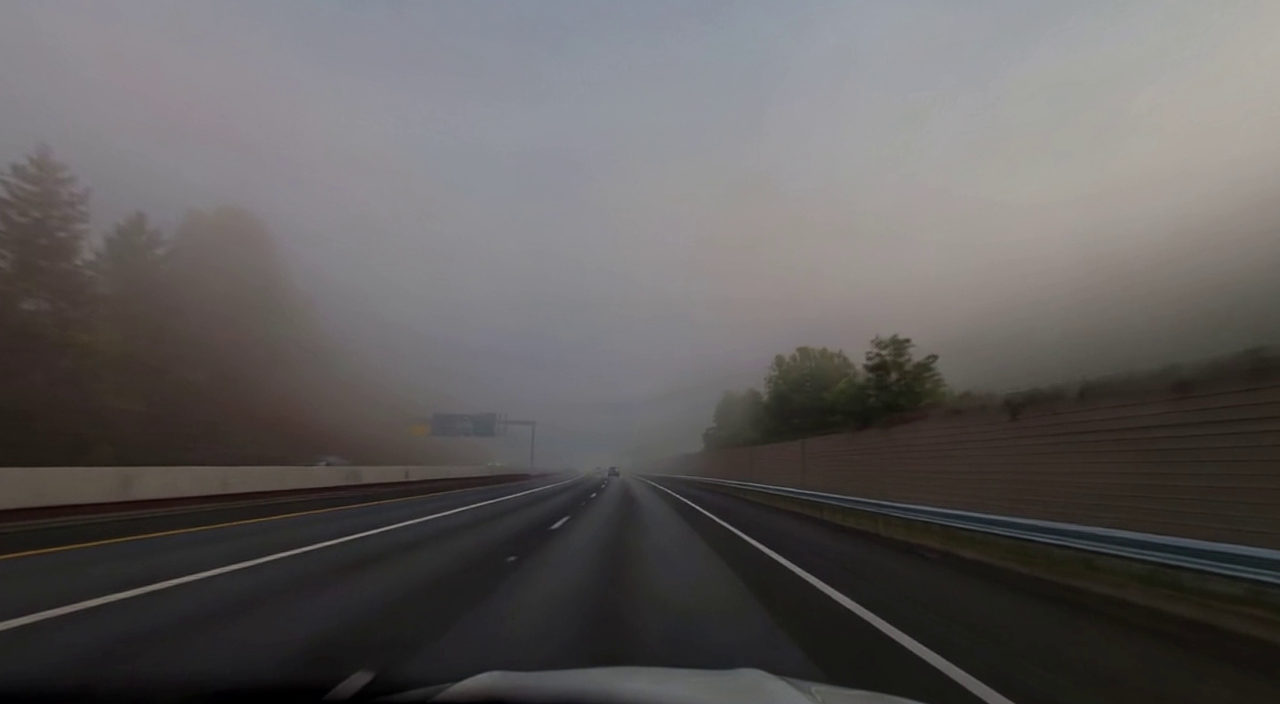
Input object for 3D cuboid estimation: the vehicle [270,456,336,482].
[{"bbox_3d":[-20.961,7.334,39.395,1.799,1.489,4.248,1,-10,-1],"label":"vehicle"}]
